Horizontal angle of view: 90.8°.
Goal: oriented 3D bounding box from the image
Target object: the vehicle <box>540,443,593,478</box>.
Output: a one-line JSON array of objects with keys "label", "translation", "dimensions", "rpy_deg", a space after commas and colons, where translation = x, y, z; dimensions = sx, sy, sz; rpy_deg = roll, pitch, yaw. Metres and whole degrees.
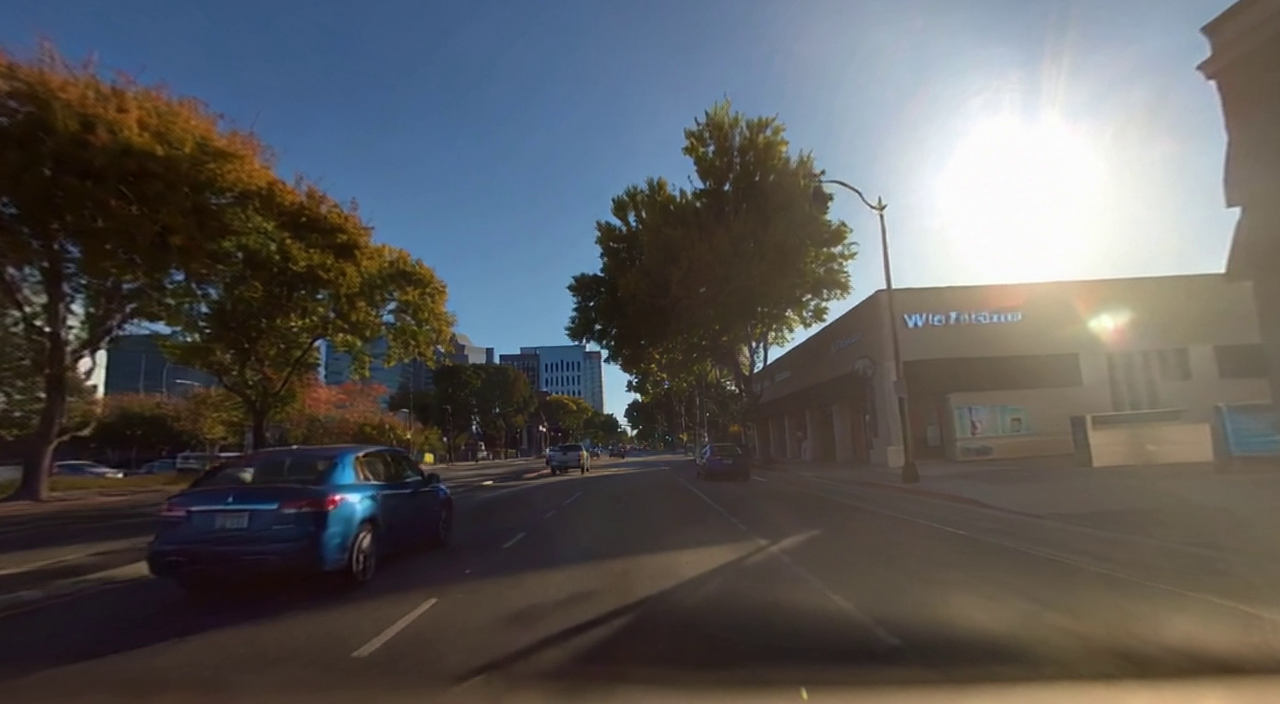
[{"label": "vehicle", "translation": [-3.773, 5.659, 33.346], "dimensions": [2.145, 1.694, 4.642], "rpy_deg": [0, -9, 1]}]

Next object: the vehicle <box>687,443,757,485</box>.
[{"label": "vehicle", "translation": [3.079, 4.317, 24.688], "dimensions": [1.961, 1.482, 4.538], "rpy_deg": [0, -9, -2]}]

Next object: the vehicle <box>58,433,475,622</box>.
[{"label": "vehicle", "translation": [-3.528, 1.721, 7.231], "dimensions": [2.060, 1.466, 4.387], "rpy_deg": [0, -9, 0]}]

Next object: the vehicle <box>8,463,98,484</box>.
[{"label": "vehicle", "translation": [-43.344, 8.979, 46.711], "dimensions": [4.623, 1.474, 1.905], "rpy_deg": [0, -9, -2]}]
